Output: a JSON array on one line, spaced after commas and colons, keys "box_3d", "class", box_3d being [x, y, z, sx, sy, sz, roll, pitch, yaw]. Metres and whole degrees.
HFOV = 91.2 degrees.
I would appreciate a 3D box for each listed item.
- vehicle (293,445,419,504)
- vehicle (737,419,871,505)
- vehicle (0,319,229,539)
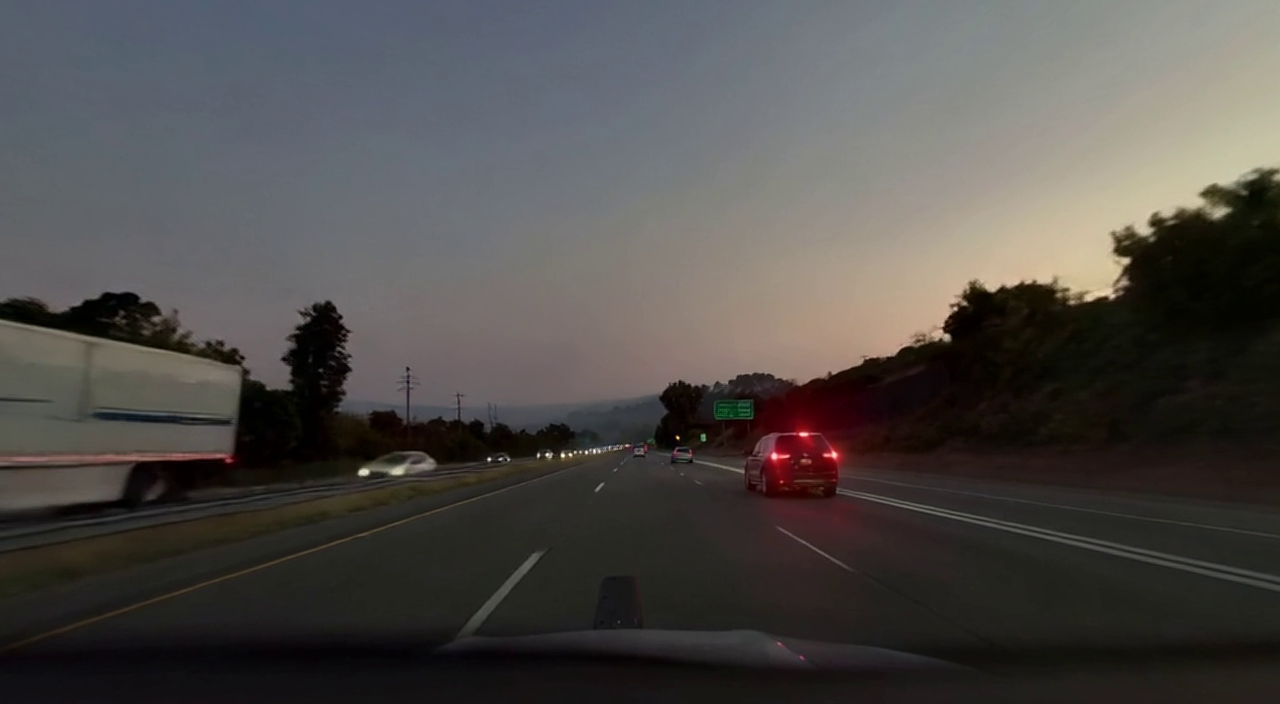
[{"box_3d": [-9.088, 3.931, 20.545, 2.088, 1.678, 4.314, 0, -9, 0], "class": "vehicle"}, {"box_3d": [4.119, 2.901, 16.856, 2.177, 1.914, 5.245, 0, -9, 0], "class": "vehicle"}, {"box_3d": [-13.619, 1.408, 11.476, 2.965, 4.111, 13.756, 0, -9, -1], "class": "vehicle"}]
